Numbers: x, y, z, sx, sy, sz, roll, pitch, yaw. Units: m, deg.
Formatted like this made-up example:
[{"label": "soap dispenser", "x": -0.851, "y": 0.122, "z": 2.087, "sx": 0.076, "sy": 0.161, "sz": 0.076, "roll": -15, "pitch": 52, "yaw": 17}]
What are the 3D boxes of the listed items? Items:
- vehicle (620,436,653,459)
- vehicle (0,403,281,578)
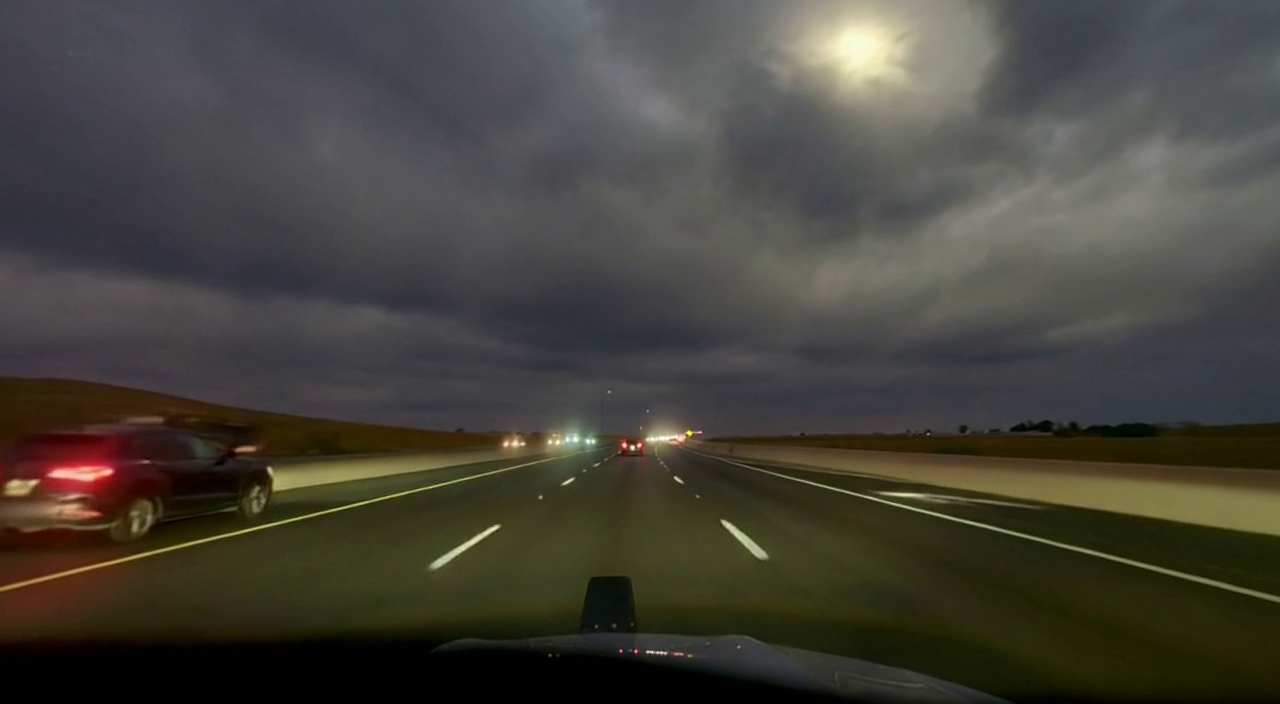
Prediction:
[{"label": "vehicle", "x": -0.260, "y": 6.438, "z": 42.636, "sx": 2.140, "sy": 1.475, "sz": 3.969, "roll": 0, "pitch": -8, "yaw": 0}, {"label": "vehicle", "x": -6.803, "y": 1.572, "z": 8.012, "sx": 1.939, "sy": 1.601, "sz": 4.338, "roll": 0, "pitch": -8, "yaw": 0}]
